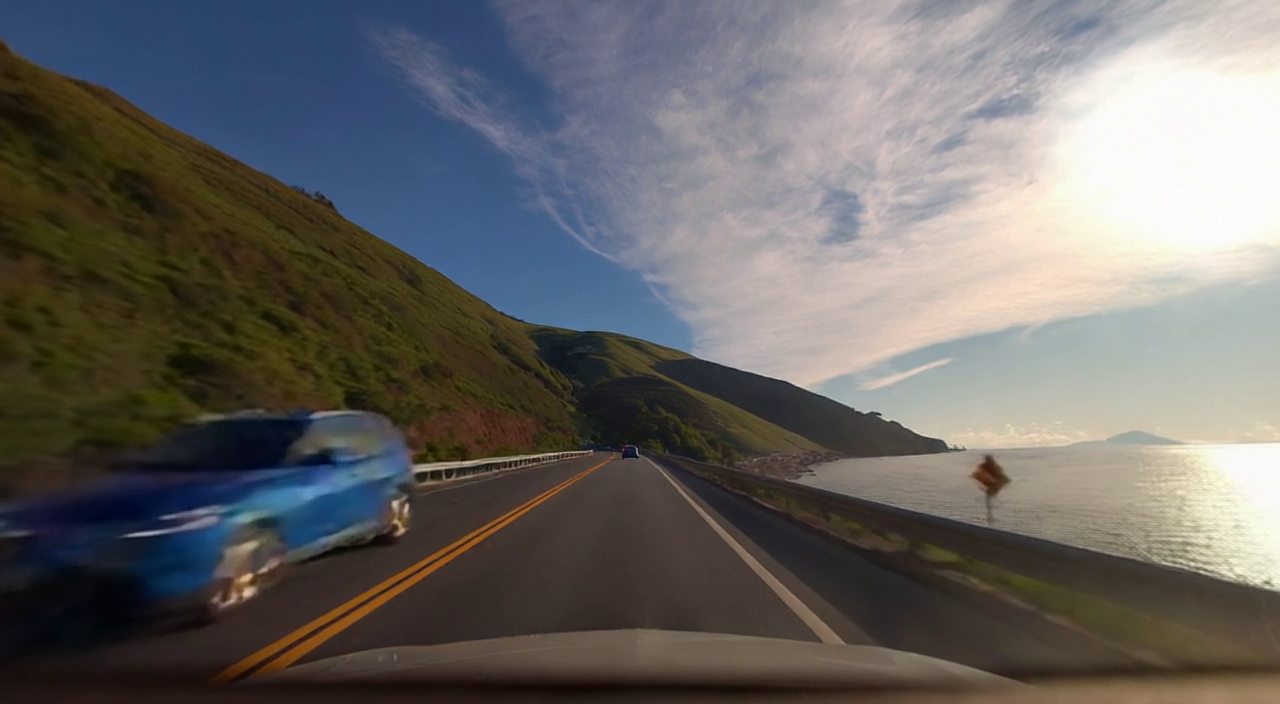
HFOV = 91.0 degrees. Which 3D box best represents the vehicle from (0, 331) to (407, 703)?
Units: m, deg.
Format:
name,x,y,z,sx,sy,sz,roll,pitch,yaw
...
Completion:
name,x,y,z,sx,sy,sz,roll,pitch,yaw
vehicle,-4.093,1.182,5.331,2.180,1.826,5.350,0,-9,0
